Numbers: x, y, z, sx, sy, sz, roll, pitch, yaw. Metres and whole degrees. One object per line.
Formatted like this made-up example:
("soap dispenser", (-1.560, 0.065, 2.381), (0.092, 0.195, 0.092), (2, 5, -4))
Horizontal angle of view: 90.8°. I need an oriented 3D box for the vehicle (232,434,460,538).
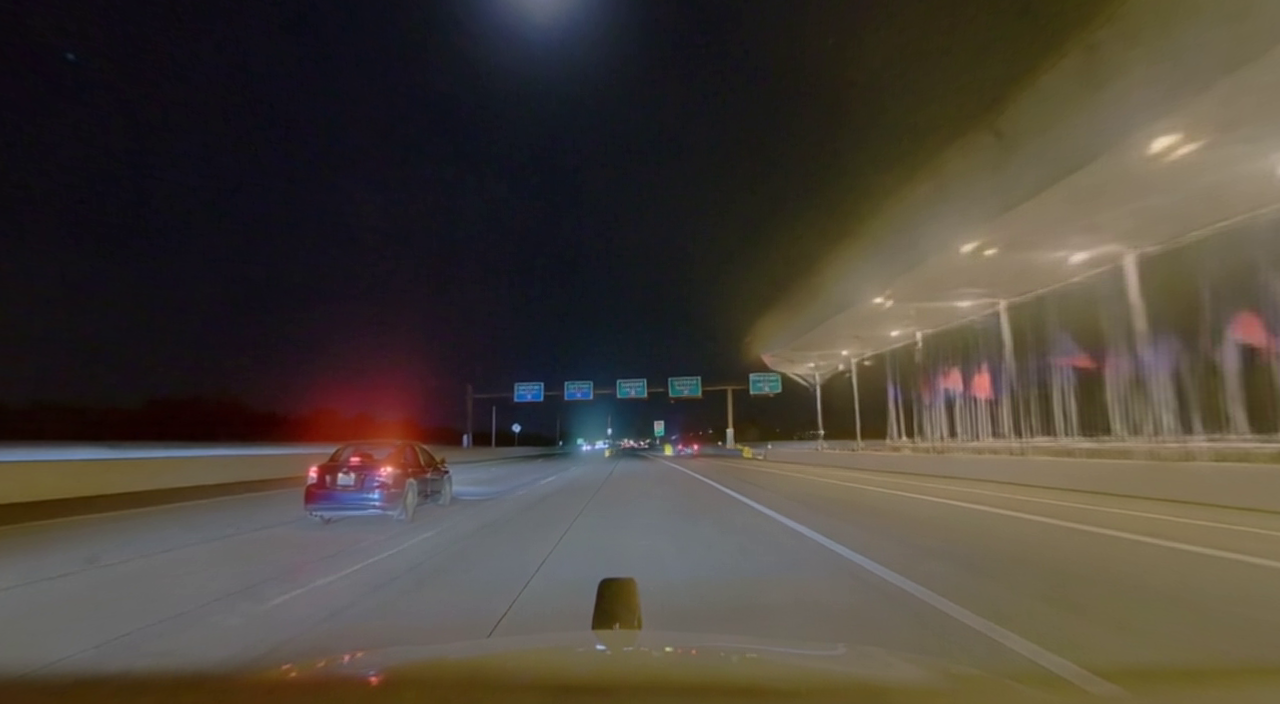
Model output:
("vehicle", (-4.861, 2.254, 11.310), (1.981, 1.465, 4.334), (0, -8, 0))
